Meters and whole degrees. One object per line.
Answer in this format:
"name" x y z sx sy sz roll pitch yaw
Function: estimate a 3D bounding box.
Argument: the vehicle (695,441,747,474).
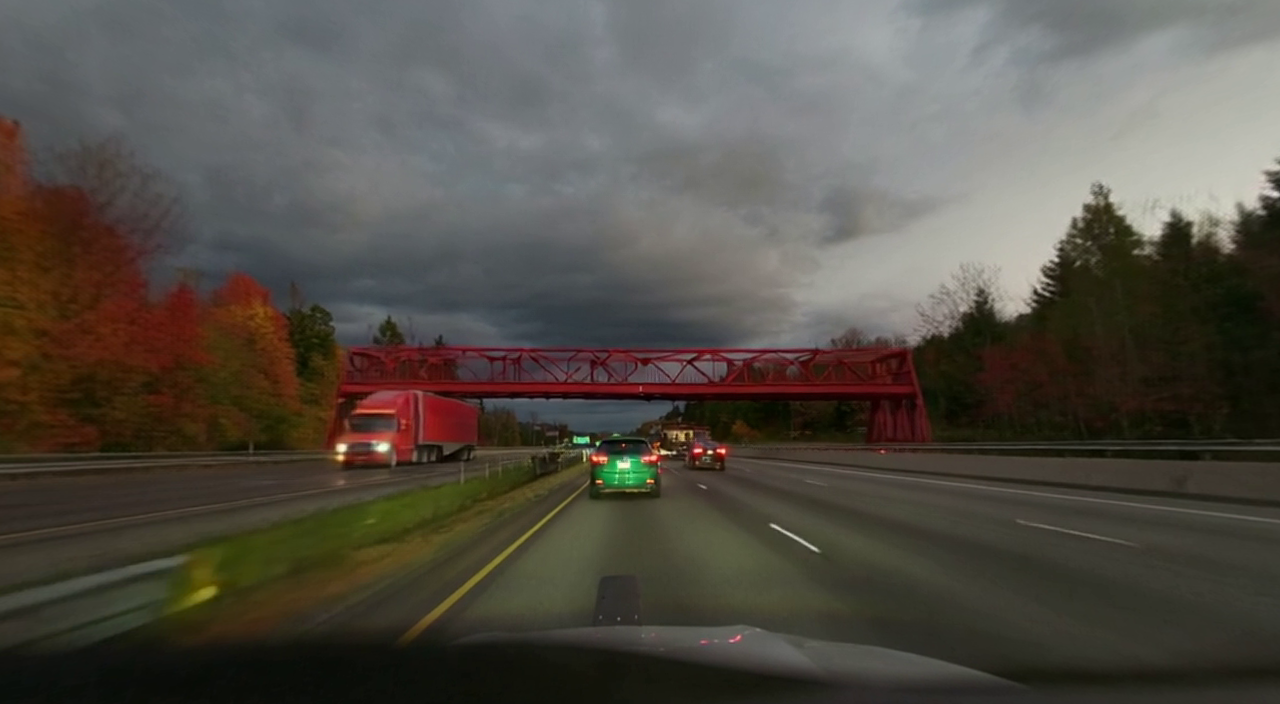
"vehicle" 3.913 5.151 30.763 1.894 1.487 3.751 0 -9 -2

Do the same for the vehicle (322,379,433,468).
"vehicle" -13.343 3.809 32.553 3.271 4.196 5.696 0 -9 -1

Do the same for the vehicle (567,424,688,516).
"vehicle" -0.235 2.517 13.821 2.259 1.699 4.015 0 -9 0
